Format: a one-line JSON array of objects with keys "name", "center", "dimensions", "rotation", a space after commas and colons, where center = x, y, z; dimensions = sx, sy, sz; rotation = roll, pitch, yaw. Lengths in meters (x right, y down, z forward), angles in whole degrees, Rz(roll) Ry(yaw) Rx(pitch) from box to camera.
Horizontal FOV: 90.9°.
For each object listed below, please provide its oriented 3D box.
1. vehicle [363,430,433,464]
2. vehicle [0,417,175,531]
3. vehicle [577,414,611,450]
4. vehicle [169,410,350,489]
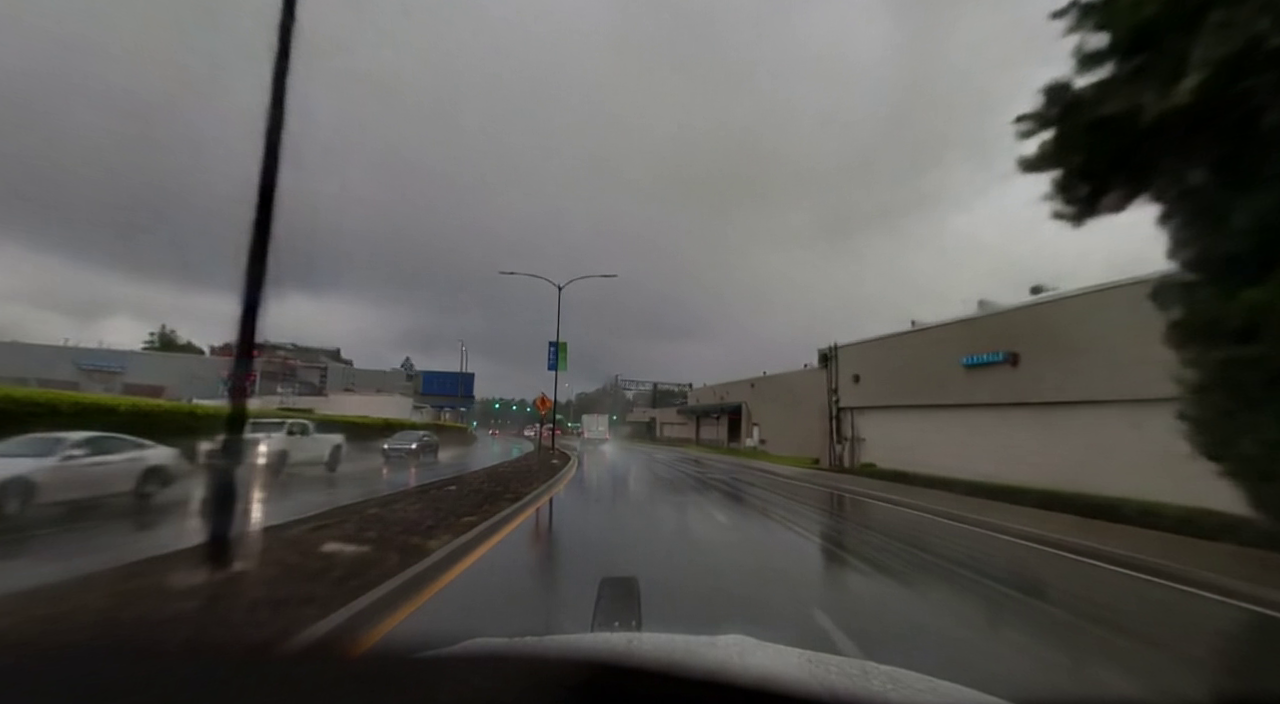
[{"name": "vehicle", "center": [-11.386, 4.483, 29.914], "dimensions": [1.897, 1.515, 3.986], "rotation": [1, -8, -3]}, {"name": "vehicle", "center": [-10.114, 1.916, 10.345], "dimensions": [1.926, 1.610, 4.079], "rotation": [0, -8, -2]}, {"name": "vehicle", "center": [-3.697, 6.311, 49.591], "dimensions": [2.276, 2.706, 5.232], "rotation": [1, -8, -9]}, {"name": "vehicle", "center": [-10.587, 2.747, 18.182], "dimensions": [2.198, 1.916, 5.296], "rotation": [1, -8, -4]}]
